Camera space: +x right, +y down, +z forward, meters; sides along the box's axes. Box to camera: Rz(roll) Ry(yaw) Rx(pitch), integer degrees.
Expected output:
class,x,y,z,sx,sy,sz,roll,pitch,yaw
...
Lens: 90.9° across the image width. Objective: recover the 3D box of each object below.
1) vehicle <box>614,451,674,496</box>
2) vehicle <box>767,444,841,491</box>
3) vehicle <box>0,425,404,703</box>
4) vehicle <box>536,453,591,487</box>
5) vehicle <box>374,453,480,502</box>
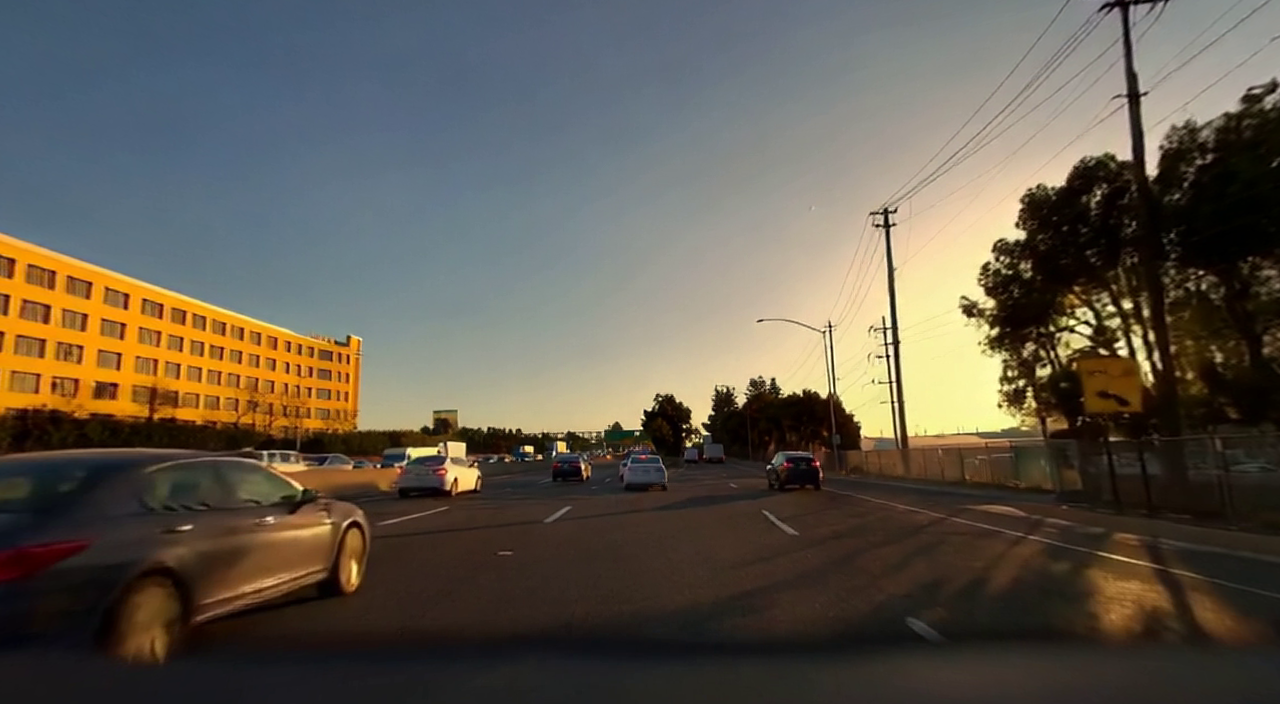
class,x,y,z,sx,sy,sz,roll,pitch,yaw
vehicle,0.138,4.654,24.475,2.107,1.538,3.999,-1,-9,0
vehicle,6.915,4.908,27.126,2.106,1.817,4.845,-1,-9,3
vehicle,-3.854,1.449,5.077,2.059,1.508,4.662,-1,-9,0
vehicle,-3.612,5.689,30.608,2.034,1.466,4.363,-1,-9,1
vehicle,-7.345,4.345,22.346,2.069,1.488,4.780,-1,-9,1
